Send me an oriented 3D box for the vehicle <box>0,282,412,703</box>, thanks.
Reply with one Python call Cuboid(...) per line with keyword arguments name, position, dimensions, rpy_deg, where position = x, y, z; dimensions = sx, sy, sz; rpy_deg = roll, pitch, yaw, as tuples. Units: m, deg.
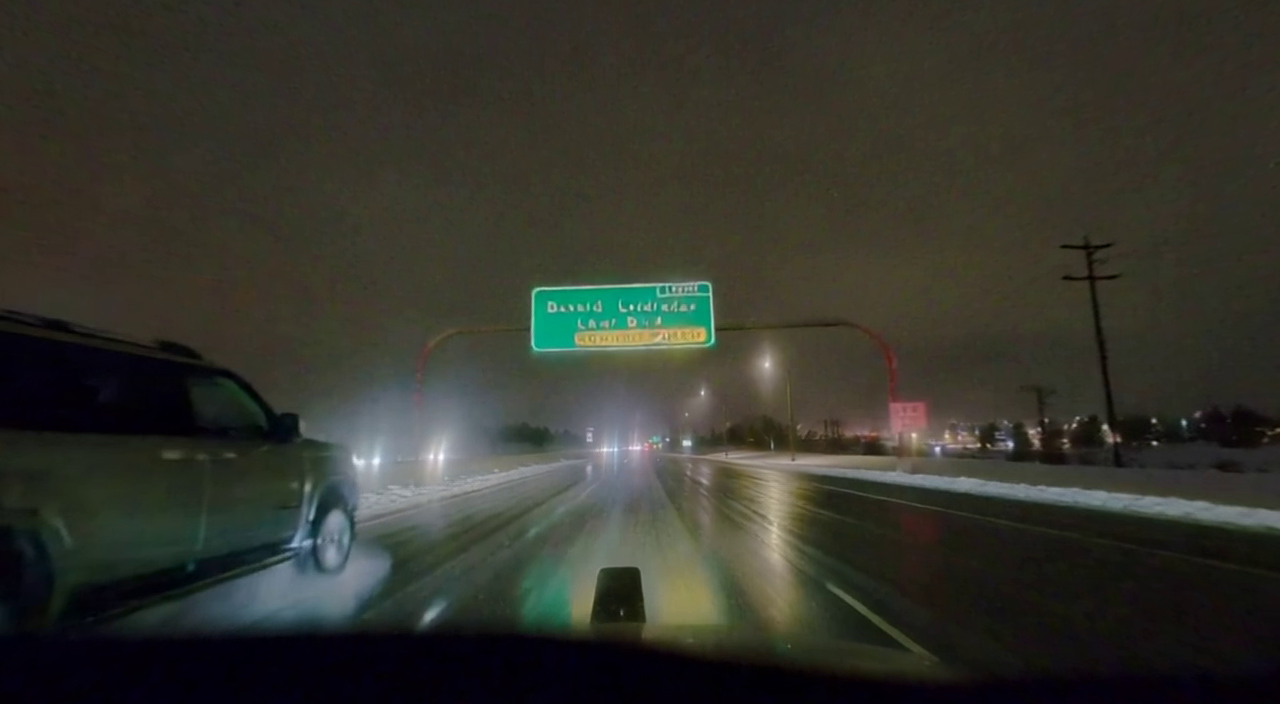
Cuboid(name="vehicle", position=(-3.816, 0.902, 4.024), dimensions=(2.431, 1.928, 5.760), rpy_deg=(0, -9, 1))
